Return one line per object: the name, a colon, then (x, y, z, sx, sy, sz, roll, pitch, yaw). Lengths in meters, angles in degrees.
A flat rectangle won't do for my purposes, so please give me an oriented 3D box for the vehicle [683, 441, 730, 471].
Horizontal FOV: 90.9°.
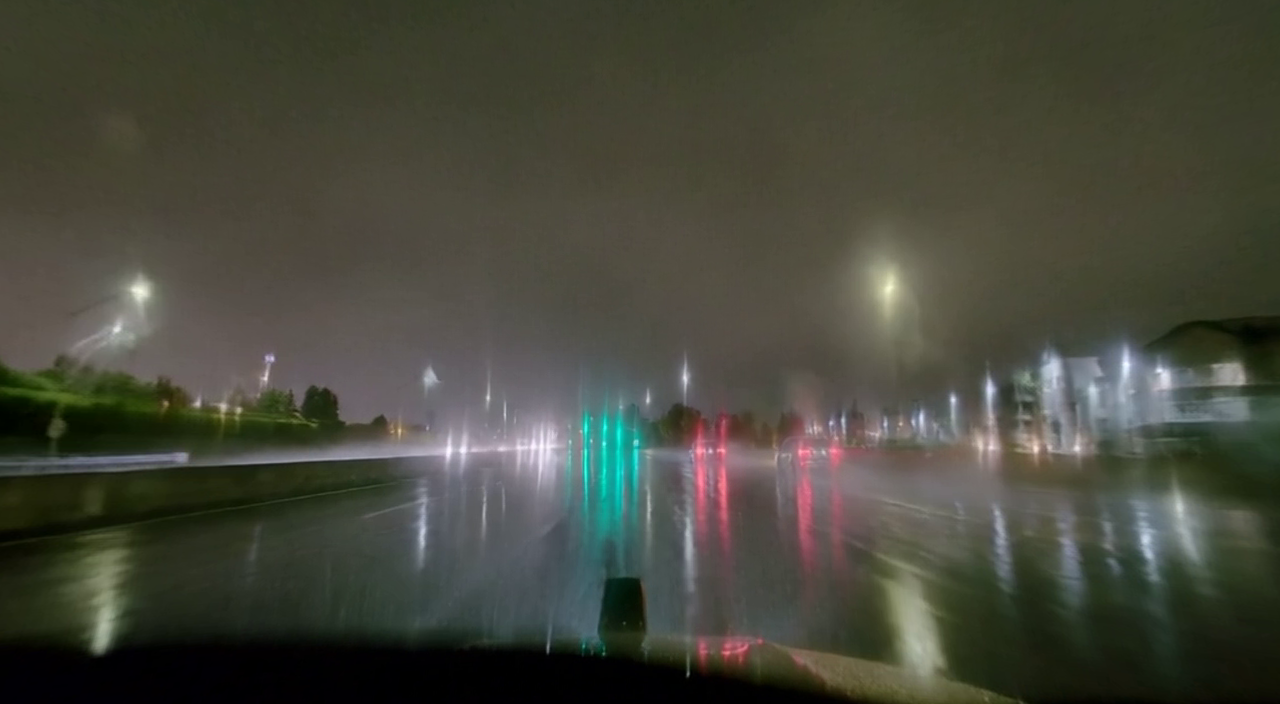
vehicle: (3.458, 5.527, 33.566, 1.926, 1.477, 4.025, 0, -9, -2)
